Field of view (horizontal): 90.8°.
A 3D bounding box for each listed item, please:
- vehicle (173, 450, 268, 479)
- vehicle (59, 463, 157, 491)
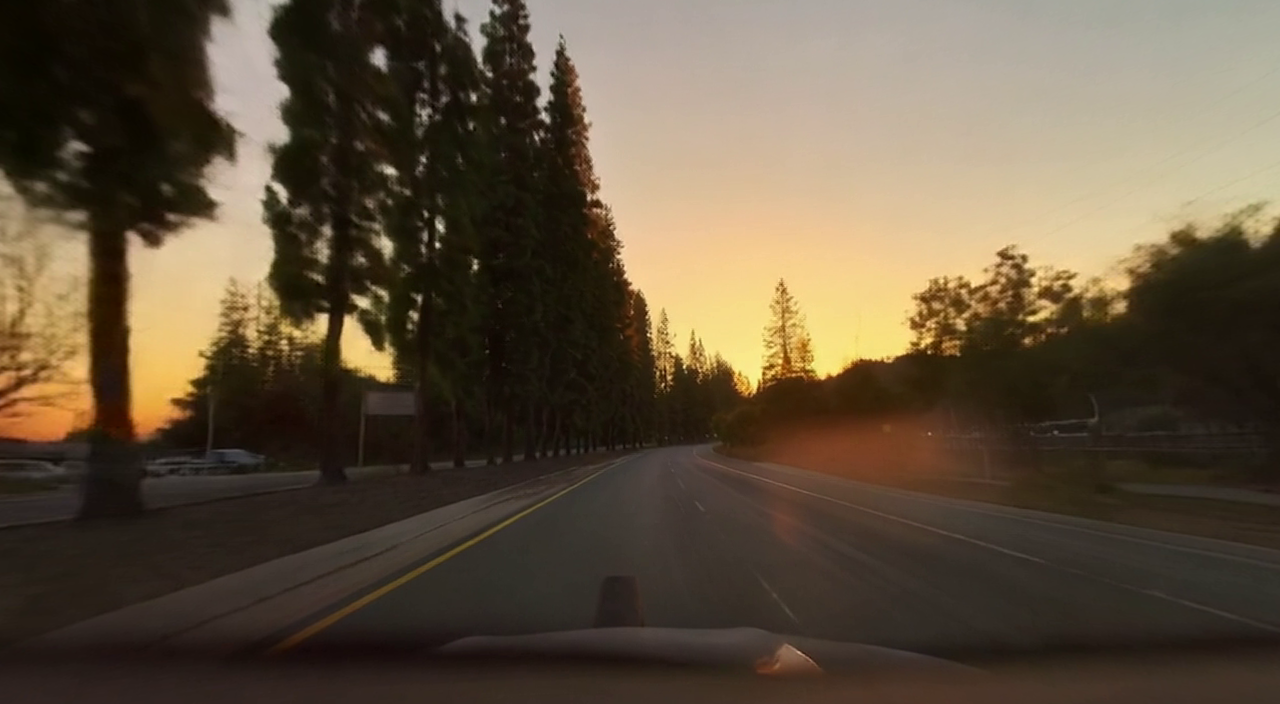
[{"bbox_3d":[-31.792,8.519,47.949,5.647,2.071,2.194,0,-9,3],"label":"vehicle"},{"bbox_3d":[-31.212,7.316,37.116,4.204,1.448,1.738,0,-8,2],"label":"vehicle"}]
